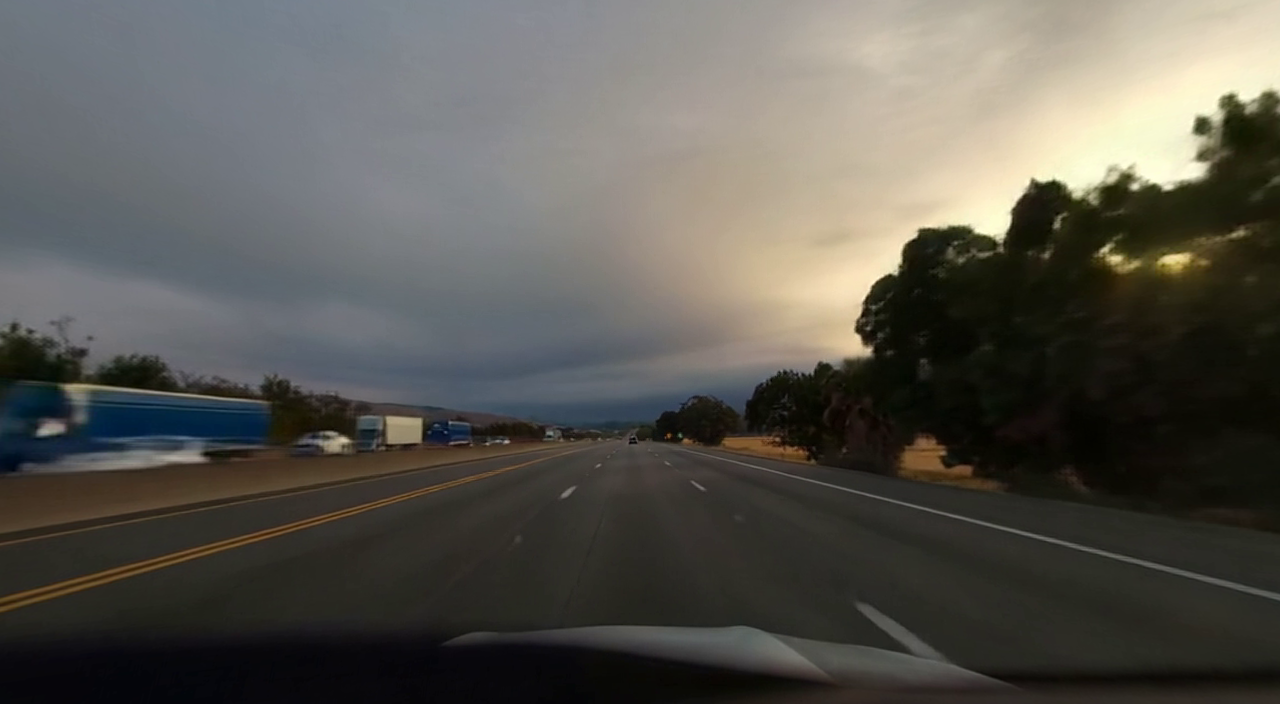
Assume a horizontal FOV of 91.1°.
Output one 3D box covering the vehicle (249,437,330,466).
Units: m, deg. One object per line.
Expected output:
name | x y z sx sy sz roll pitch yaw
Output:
vehicle | -19.525 5.520 35.257 2.010 1.531 4.504 0 -8 -1

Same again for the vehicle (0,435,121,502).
vehicle | -15.444 2.781 15.315 1.920 1.499 4.335 0 -8 -1

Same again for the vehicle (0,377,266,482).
vehicle | -23.329 3.722 29.633 3.250 3.781 13.806 0 -8 -1
